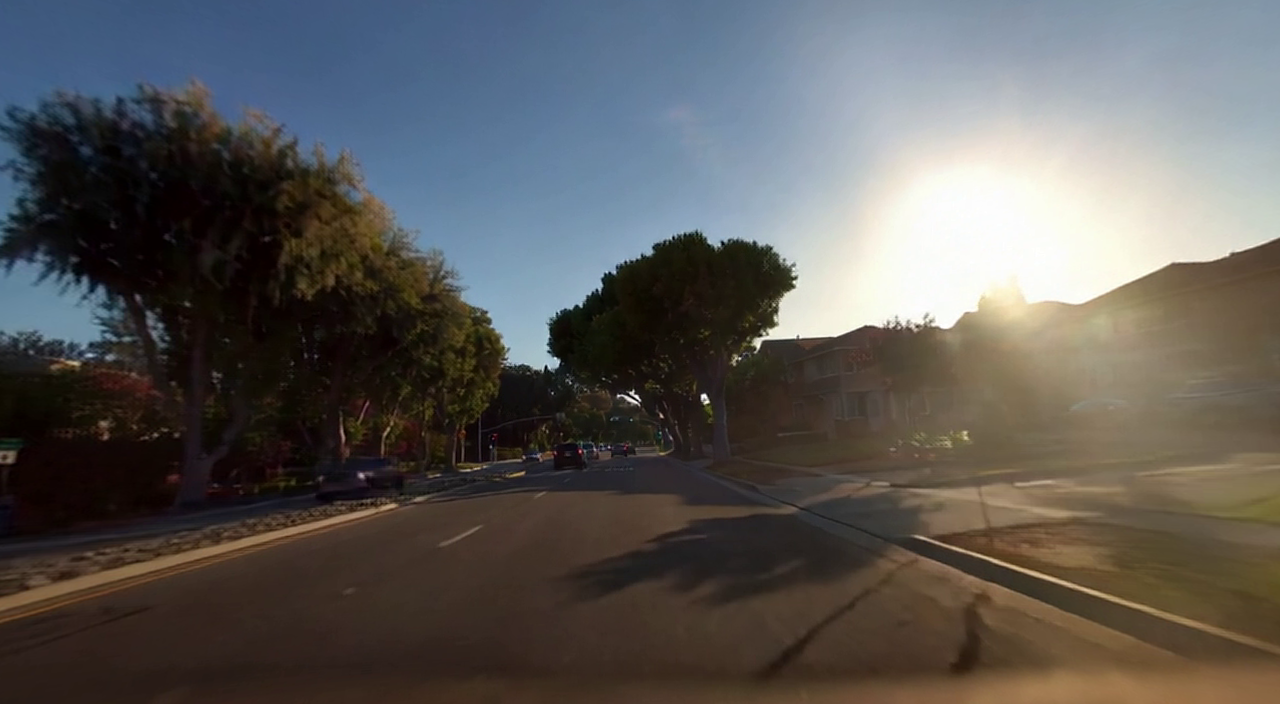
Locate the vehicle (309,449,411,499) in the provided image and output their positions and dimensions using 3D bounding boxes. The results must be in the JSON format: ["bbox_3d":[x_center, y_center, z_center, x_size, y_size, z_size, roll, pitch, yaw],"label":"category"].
[{"bbox_3d":[-11.079,4.822,25.385,2.121,1.769,4.359,0,-8,-1],"label":"vehicle"}]

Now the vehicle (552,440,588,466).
[{"bbox_3d":[-4.877,7.123,44.661,2.065,1.714,4.272,0,-8,0],"label":"vehicle"}]
